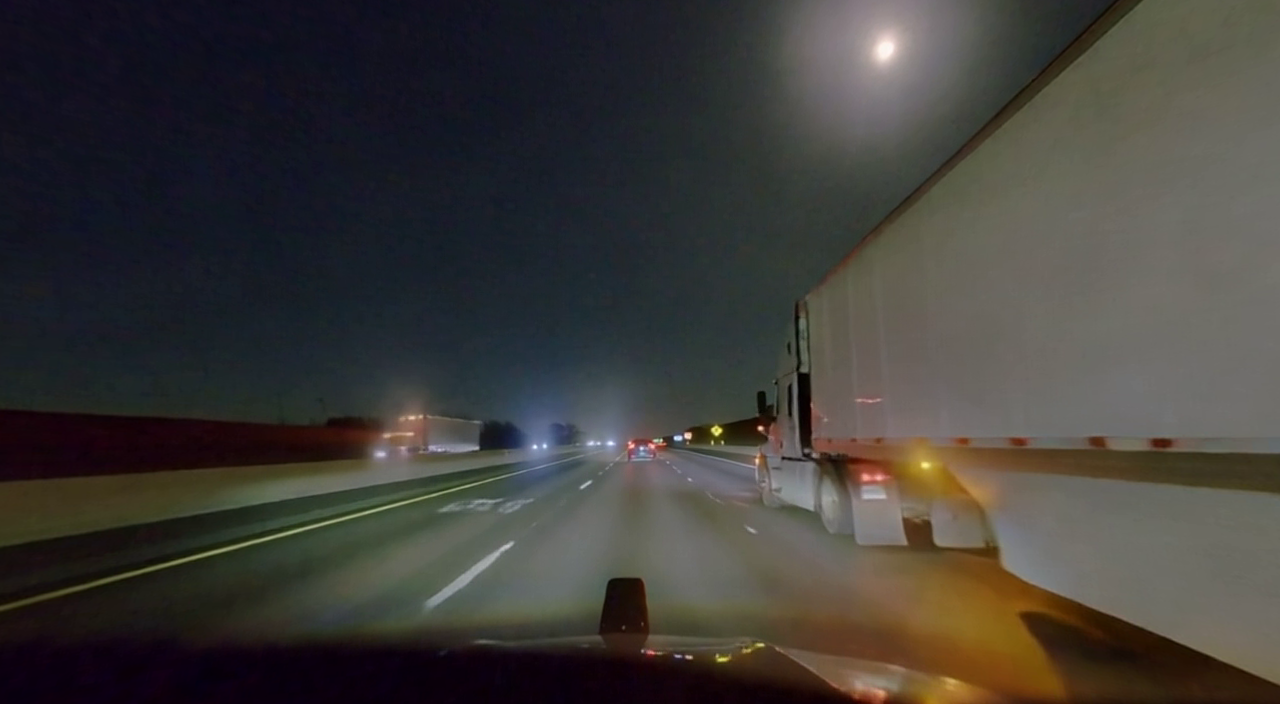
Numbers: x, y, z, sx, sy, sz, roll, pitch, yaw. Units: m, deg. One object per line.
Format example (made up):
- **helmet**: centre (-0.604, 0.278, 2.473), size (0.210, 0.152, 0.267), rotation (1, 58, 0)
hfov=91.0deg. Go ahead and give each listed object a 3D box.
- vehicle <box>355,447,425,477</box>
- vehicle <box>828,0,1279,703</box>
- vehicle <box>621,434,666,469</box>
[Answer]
- **vehicle**: centre (-14.098, 6.195, 35.746), size (1.980, 1.528, 4.504), rotation (0, -8, 2)
- **vehicle**: centre (4.157, -0.593, 1.069), size (2.936, 4.125, 15.204), rotation (0, -8, 0)
- **vehicle**: centre (0.183, 4.972, 31.682), size (2.111, 1.635, 4.177), rotation (0, -8, 1)
